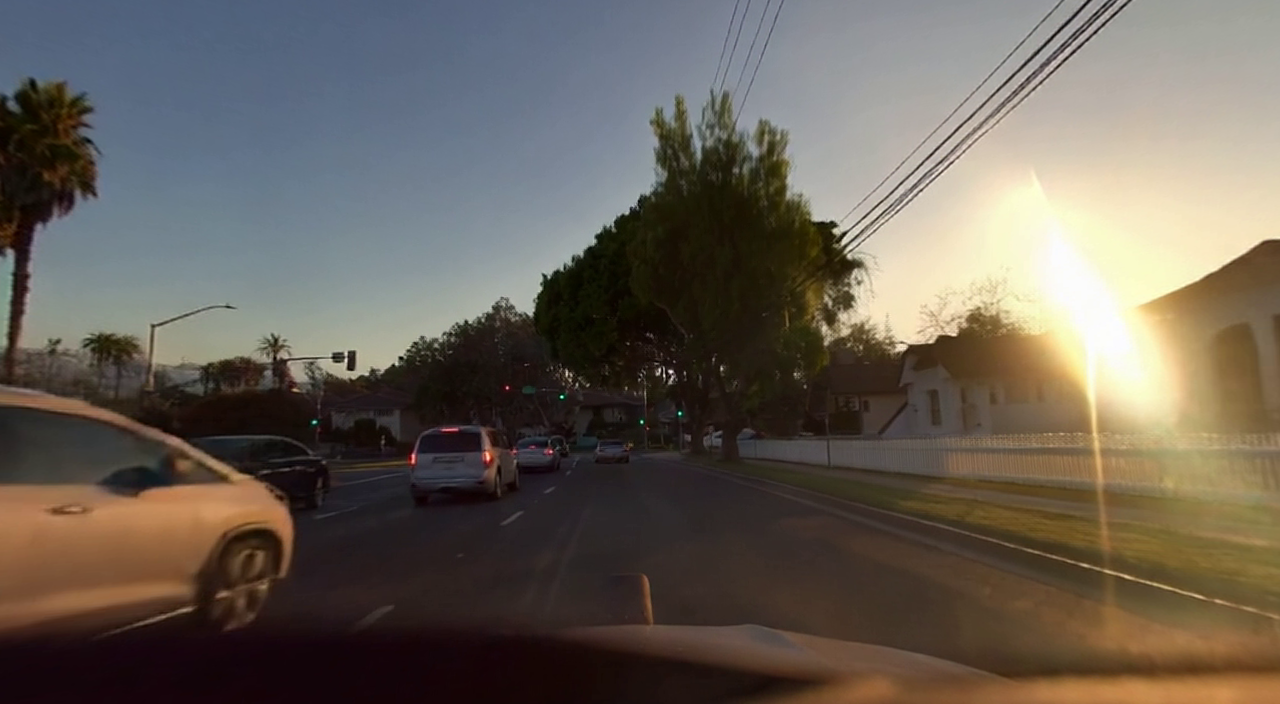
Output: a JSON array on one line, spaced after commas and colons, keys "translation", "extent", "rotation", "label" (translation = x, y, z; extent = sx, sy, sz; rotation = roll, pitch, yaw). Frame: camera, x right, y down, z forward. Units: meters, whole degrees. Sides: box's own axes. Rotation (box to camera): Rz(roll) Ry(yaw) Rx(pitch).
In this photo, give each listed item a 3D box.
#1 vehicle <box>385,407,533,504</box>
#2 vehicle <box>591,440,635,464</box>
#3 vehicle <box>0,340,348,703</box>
[{"translation": [-4.021, 2.407, 15.073], "extent": [2.144, 1.877, 4.899], "rotation": [-1, -8, -1], "label": "vehicle"}, {"translation": [-1.561, 5.475, 34.830], "extent": [2.131, 1.222, 3.868], "rotation": [0, -8, -7], "label": "vehicle"}, {"translation": [-3.629, 0.851, 2.975], "extent": [2.181, 1.636, 4.504], "rotation": [-1, -8, 2], "label": "vehicle"}]
